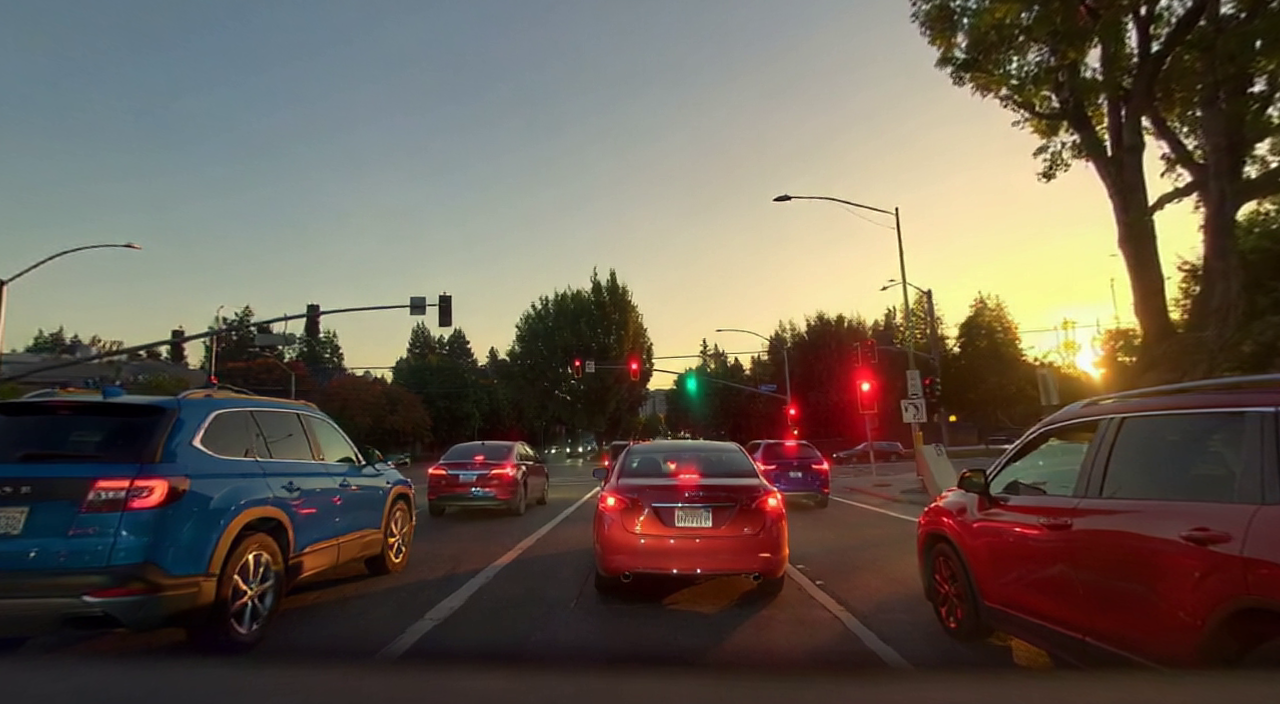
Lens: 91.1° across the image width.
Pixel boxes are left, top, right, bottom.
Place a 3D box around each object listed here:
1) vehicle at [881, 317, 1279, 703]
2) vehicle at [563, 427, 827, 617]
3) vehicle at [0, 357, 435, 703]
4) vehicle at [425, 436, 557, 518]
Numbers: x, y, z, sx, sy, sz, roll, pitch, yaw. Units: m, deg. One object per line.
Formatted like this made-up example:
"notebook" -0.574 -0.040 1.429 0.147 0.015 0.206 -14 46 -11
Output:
"vehicle" 3.049 0.930 3.155 1.880 1.747 4.500 0 -8 0
"vehicle" 0.426 1.619 6.917 2.051 1.460 3.932 0 -8 0
"vehicle" -3.447 1.220 5.294 1.889 1.767 4.289 0 -8 1
"vehicle" -3.078 2.658 13.886 1.868 1.516 4.114 0 -8 0
